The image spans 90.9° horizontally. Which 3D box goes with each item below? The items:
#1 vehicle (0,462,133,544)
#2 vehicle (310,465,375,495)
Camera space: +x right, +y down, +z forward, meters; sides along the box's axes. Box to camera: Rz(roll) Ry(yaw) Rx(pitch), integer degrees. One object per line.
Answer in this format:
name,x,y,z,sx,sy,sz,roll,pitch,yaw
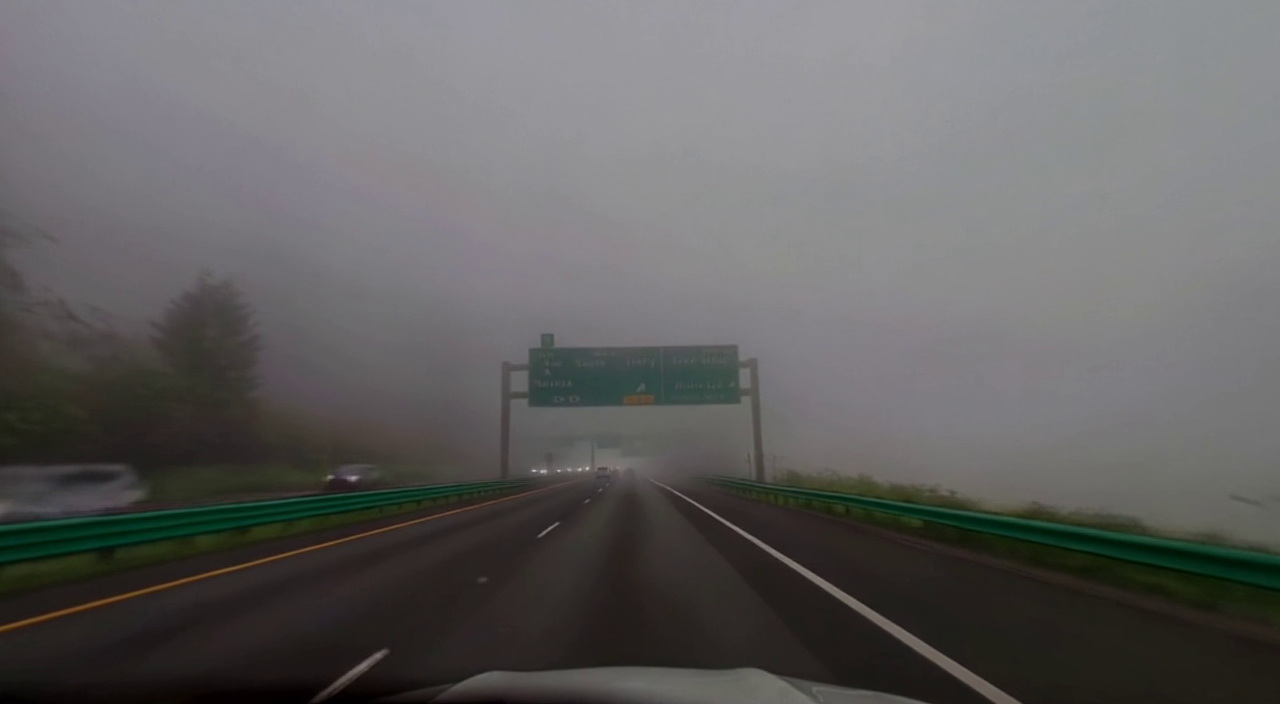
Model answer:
vehicle,-12.709,2.888,12.269,1.942,1.462,4.503,1,-11,-1
vehicle,-16.364,7.046,34.863,1.709,1.501,3.758,1,-11,0
